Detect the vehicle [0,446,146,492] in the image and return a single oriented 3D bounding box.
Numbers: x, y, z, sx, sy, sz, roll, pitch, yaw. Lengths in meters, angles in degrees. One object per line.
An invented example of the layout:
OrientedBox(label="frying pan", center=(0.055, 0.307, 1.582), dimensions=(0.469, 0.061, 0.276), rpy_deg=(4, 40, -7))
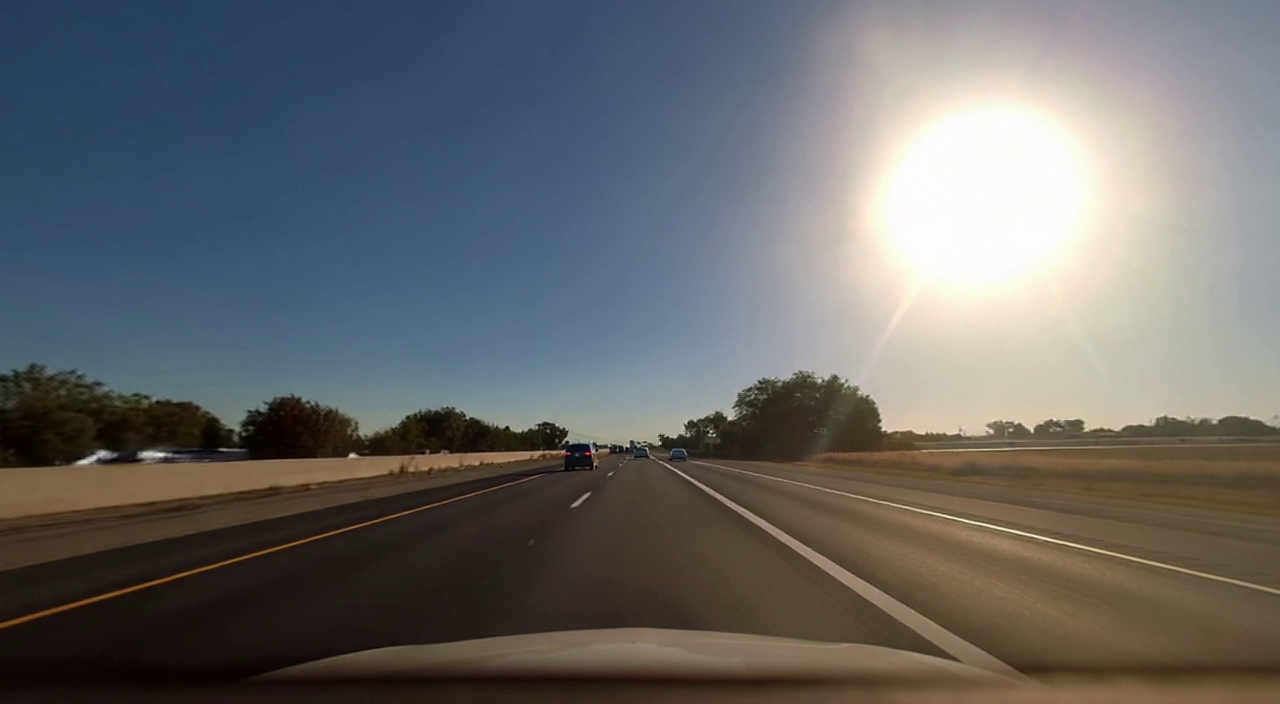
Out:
OrientedBox(label="vehicle", center=(-25.274, 5.163, 28.269), dimensions=(2.066, 1.838, 4.949), rpy_deg=(0, -9, 1))

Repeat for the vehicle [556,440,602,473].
OrientedBox(label="vehicle", center=(-3.310, 5.796, 35.036), dimensions=(2.070, 1.707, 4.309), rpy_deg=(0, -9, 1))
